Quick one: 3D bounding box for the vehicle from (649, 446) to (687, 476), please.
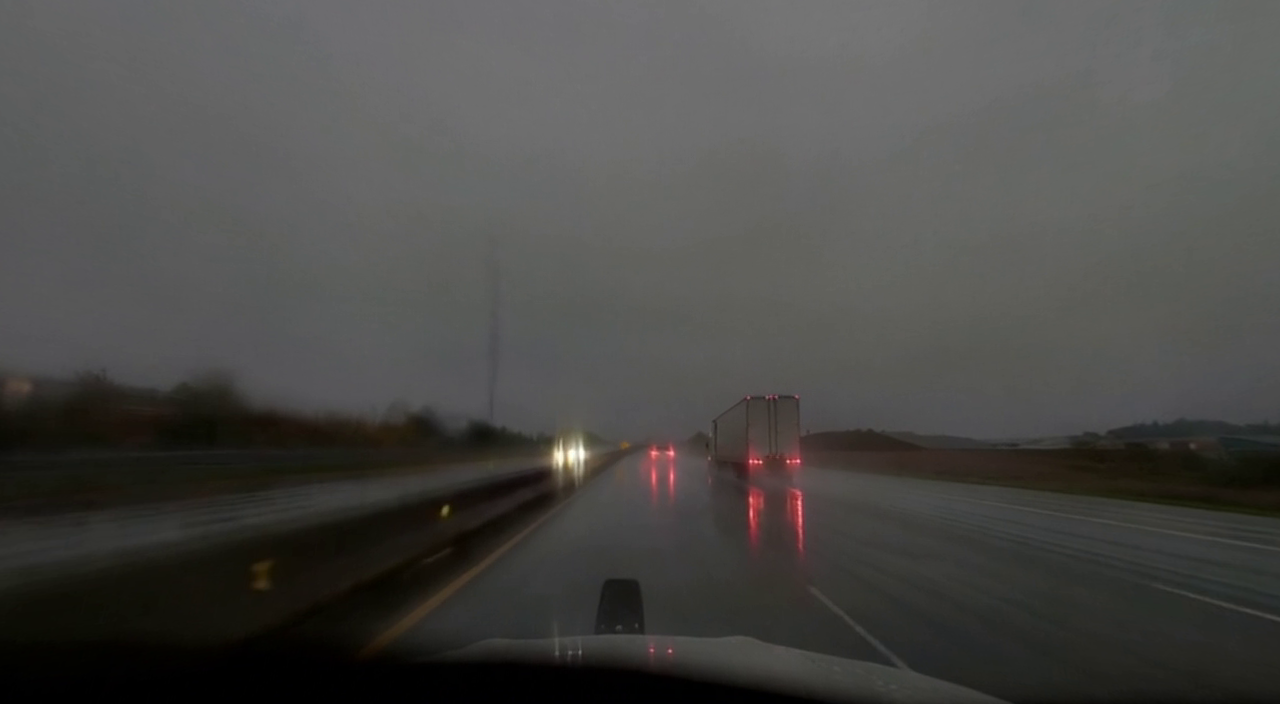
[{"bbox_3d":[1.550,6.209,35.987,2.024,1.579,3.707,0,-9,0],"label":"vehicle"}]

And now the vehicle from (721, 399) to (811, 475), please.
[{"bbox_3d":[7.616,5.622,40.582,2.907,4.042,13.858,0,-9,0],"label":"vehicle"}]
